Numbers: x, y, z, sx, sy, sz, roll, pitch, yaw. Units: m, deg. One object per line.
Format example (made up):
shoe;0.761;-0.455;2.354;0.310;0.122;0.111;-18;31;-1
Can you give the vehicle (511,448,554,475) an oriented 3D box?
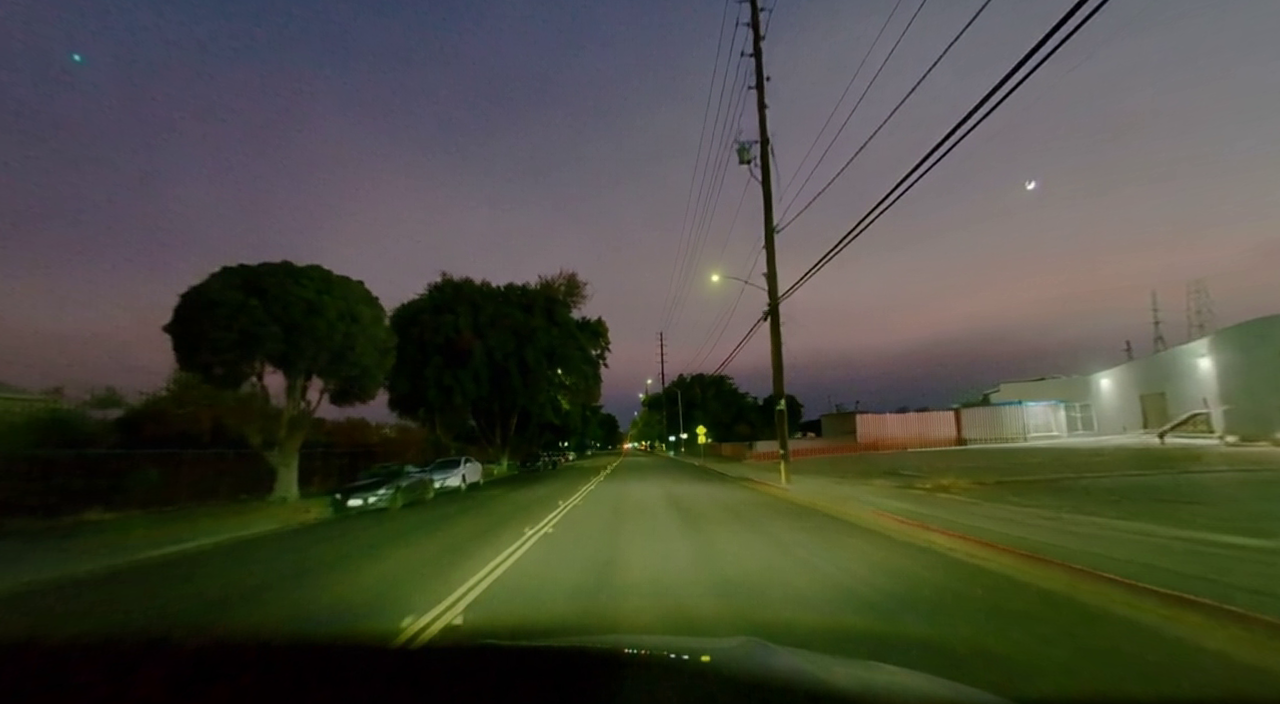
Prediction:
vehicle;-6.736;6.914;39.977;1.887;1.460;4.444;-4;-8;0

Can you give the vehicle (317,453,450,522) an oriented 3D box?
vehicle;-6.672;3.512;16.979;1.815;1.402;4.559;-4;-8;-2
